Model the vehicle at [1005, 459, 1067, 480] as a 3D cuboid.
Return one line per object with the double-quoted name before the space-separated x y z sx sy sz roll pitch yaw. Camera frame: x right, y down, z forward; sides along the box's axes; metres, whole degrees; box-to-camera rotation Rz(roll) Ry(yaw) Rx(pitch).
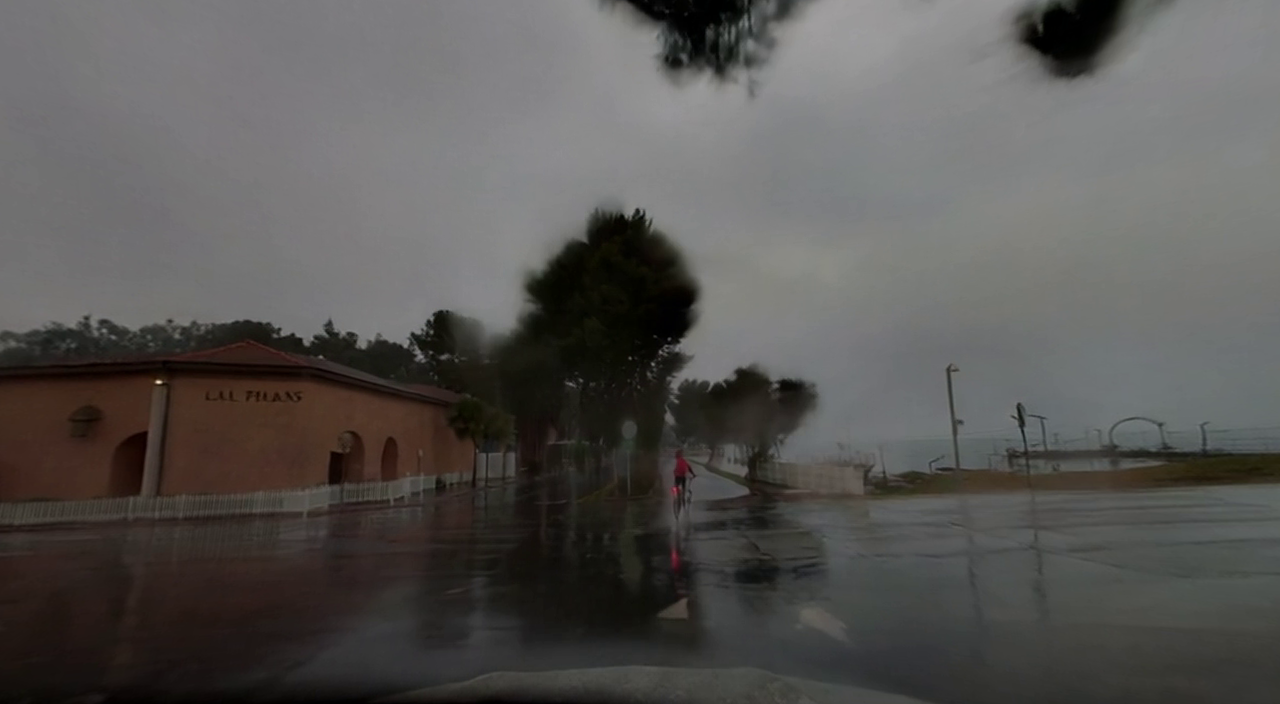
"vehicle" 30.451 9.011 48.615 3.794 1.403 1.636 -1 -9 -9
